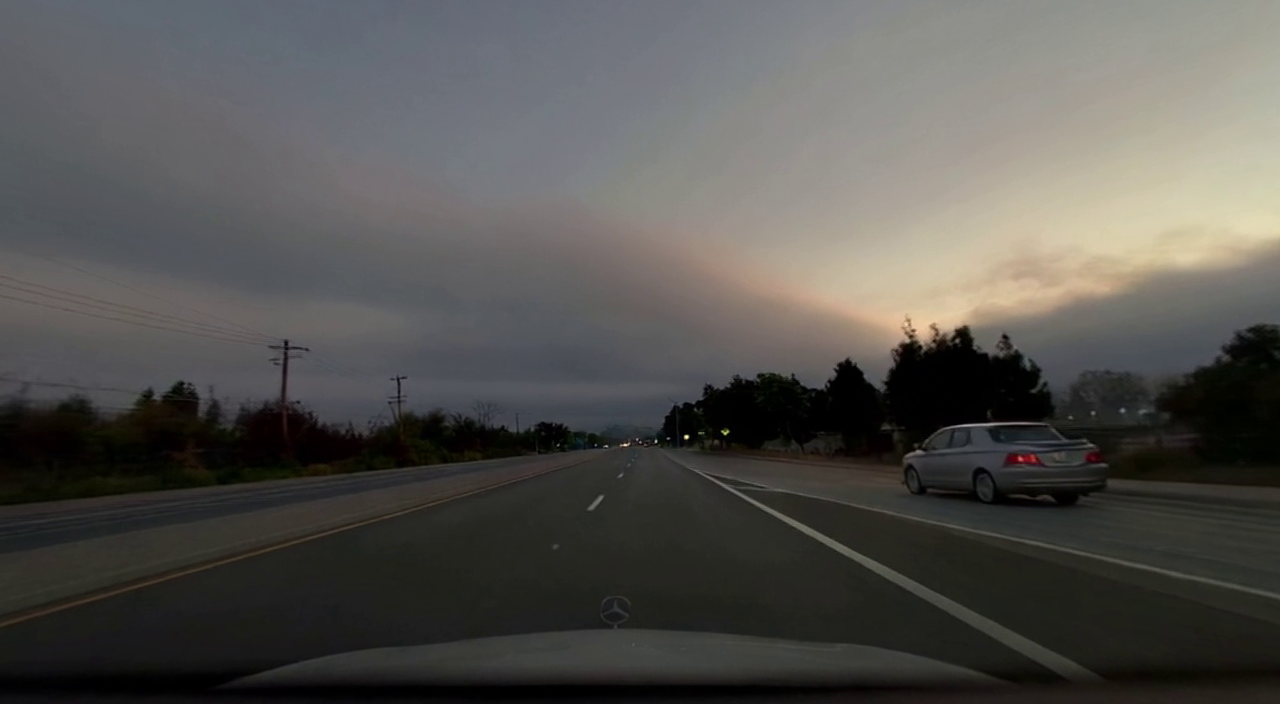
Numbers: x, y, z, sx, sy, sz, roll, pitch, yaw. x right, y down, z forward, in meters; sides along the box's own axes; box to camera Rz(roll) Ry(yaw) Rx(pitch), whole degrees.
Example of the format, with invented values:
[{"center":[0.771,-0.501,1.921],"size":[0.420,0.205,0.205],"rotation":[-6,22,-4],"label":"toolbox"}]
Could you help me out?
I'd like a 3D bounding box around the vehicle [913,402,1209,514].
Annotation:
[{"center":[8.525,2.220,13.638],"size":[2.328,1.916,5.227],"rotation":[1,-8,-7],"label":"vehicle"}]
